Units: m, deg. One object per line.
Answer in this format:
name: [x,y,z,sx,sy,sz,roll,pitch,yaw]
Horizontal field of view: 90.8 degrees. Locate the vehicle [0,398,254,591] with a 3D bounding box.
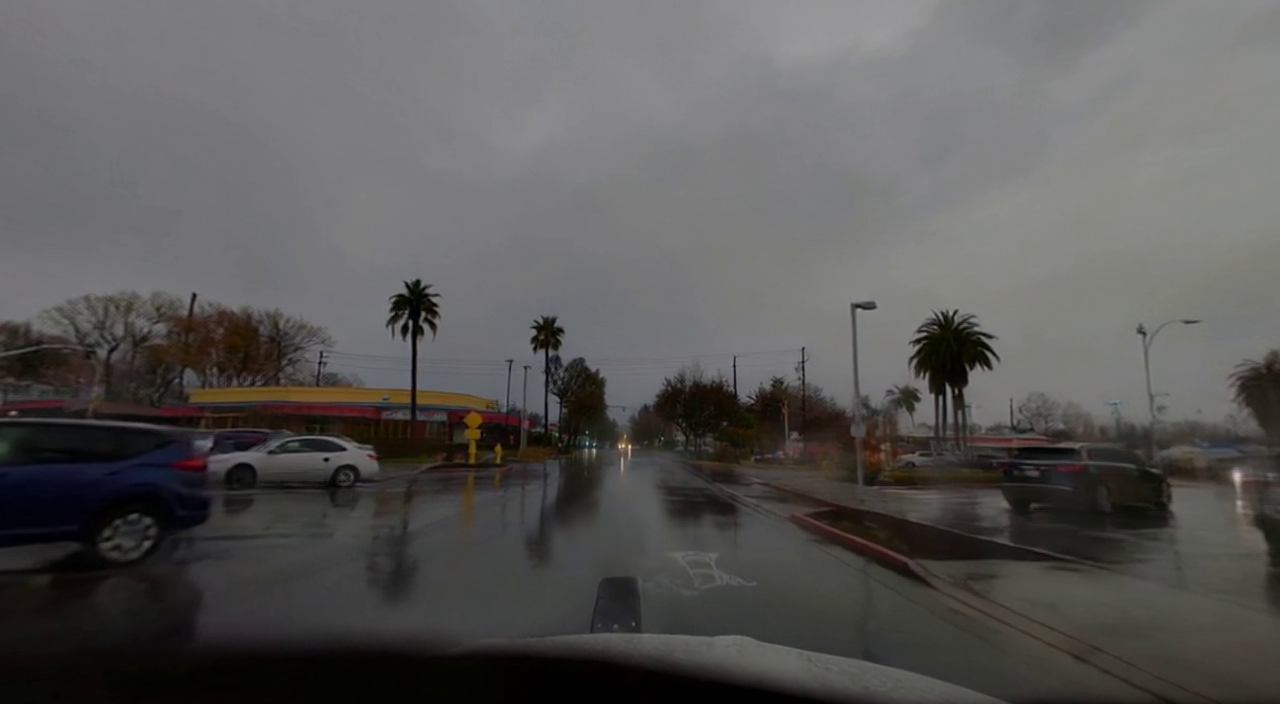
vehicle: [-6.112,1.191,5.540,4.542,1.483,2.174,5,-10,-31]

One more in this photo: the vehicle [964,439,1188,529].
vehicle: [9.470,2.744,13.679,4.651,1.610,2.157,6,-10,-31]
